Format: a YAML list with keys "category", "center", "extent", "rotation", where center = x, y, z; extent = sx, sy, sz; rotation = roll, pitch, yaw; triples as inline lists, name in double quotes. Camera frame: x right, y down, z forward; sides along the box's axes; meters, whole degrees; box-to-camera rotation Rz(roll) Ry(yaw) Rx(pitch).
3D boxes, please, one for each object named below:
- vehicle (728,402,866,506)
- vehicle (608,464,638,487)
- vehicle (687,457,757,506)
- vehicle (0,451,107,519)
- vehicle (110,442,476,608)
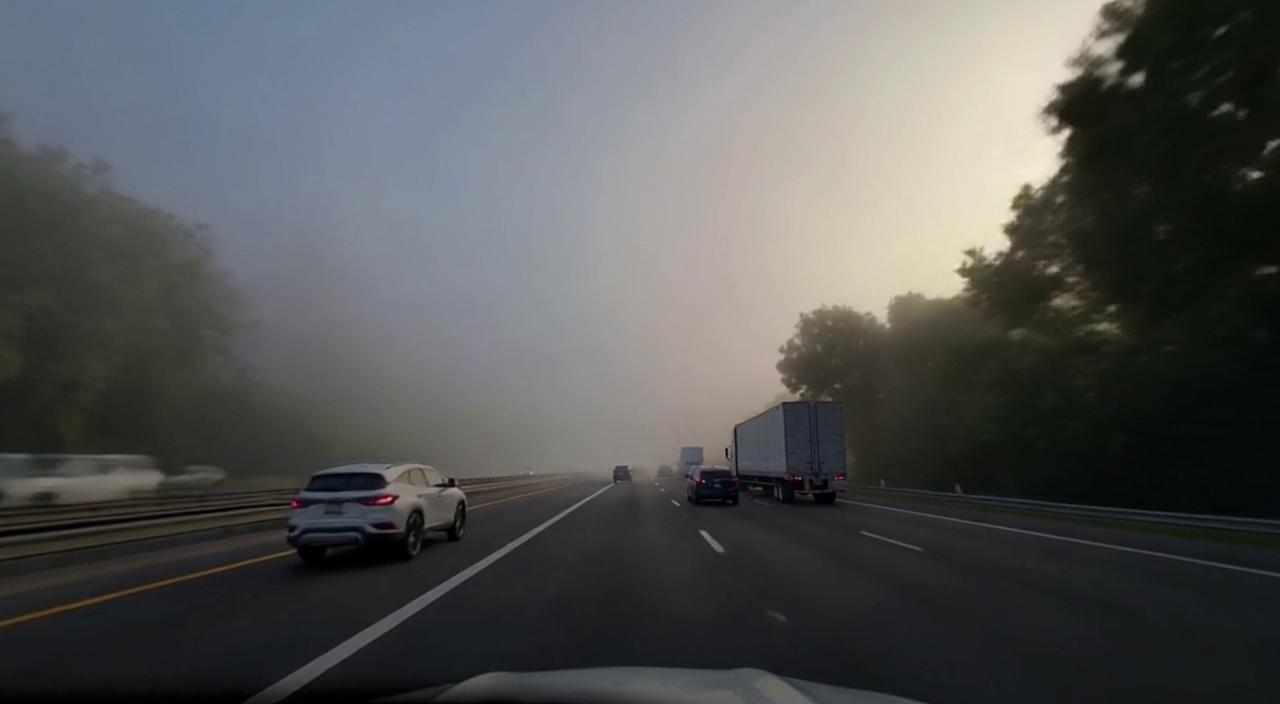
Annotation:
- category: "vehicle"
  center: [7.506, 5.671, 34.011]
  extent: [2.861, 4.086, 17.499]
  rotation: [1, -10, -1]
- category: "vehicle"
  center: [-1.167, 8.919, 45.607]
  extent: [2.025, 1.547, 4.150]
  rotation: [1, -10, 0]
- category: "vehicle"
  center: [3.089, 5.032, 24.712]
  extent: [2.050, 1.708, 4.457]
  rotation: [1, -10, -1]
- category: "vehicle"
  center: [-15.538, 3.086, 14.672]
  extent: [1.943, 1.509, 4.783]
  rotation: [1, -10, 0]
- category: "vehicle"
  center: [-3.826, 2.030, 8.209]
  extent: [2.065, 1.485, 4.682]
  rotation: [1, -10, 0]
